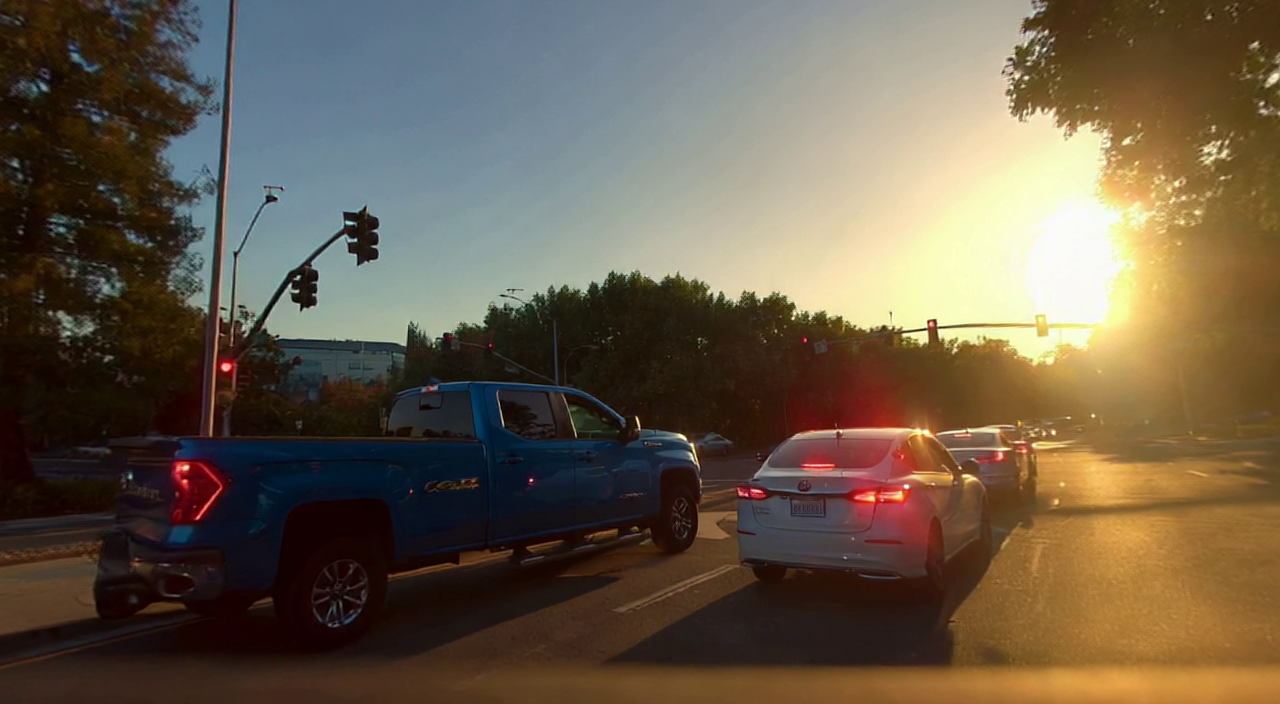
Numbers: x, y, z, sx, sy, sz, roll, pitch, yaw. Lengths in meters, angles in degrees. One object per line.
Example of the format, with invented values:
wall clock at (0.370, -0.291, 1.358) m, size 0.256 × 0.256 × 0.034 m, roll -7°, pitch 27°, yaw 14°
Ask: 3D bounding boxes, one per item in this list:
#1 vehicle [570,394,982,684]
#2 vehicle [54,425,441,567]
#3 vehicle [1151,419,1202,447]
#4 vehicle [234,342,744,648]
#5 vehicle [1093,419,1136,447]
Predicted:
vehicle at (1.712, 1.375, 5.995) m, size 2.027 × 1.549 × 4.801 m, roll -6°, pitch -10°, yaw 35°
vehicle at (-5.926, 2.137, 10.298) m, size 1.982 × 1.712 × 4.862 m, roll -6°, pitch -10°, yaw 34°
vehicle at (35.814, 5.470, 42.241) m, size 2.183 × 1.714 × 4.491 m, roll -6°, pitch -11°, yaw 36°
vehicle at (-0.876, 1.405, 7.464) m, size 2.272 × 2.016 × 6.146 m, roll -5°, pitch -10°, yaw 28°
vehicle at (32.813, 5.668, 43.725) m, size 2.160 × 1.790 × 4.303 m, roll -6°, pitch -10°, yaw 35°
